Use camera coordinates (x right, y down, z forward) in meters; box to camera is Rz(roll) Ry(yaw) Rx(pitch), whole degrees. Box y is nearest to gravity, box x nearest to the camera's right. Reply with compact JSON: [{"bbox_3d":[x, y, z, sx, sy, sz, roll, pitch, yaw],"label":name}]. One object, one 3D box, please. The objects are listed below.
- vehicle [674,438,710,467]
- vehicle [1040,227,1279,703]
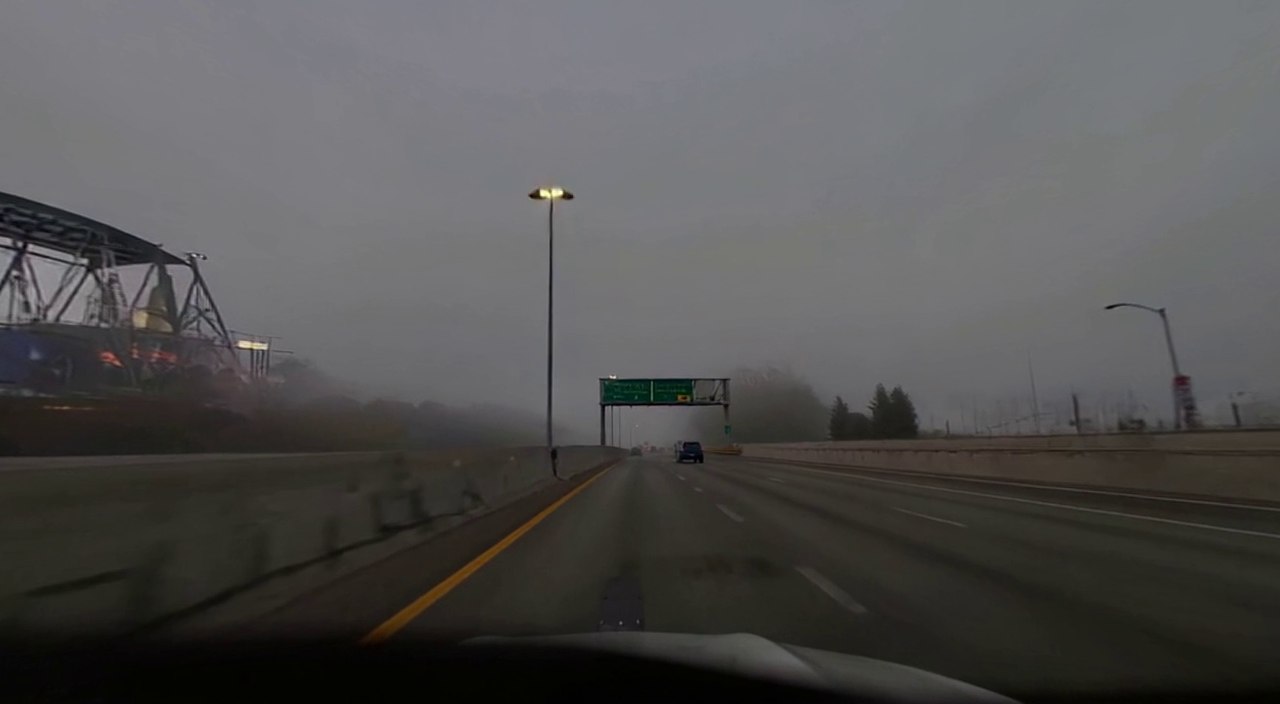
[{"bbox_3d":[3.274,6.432,40.523,1.973,1.774,4.092,0,-9,0],"label":"vehicle"},{"bbox_3d":[3.085,0.406,0.516,2.199,2.002,4.970,0,-9,0],"label":"vehicle"}]
